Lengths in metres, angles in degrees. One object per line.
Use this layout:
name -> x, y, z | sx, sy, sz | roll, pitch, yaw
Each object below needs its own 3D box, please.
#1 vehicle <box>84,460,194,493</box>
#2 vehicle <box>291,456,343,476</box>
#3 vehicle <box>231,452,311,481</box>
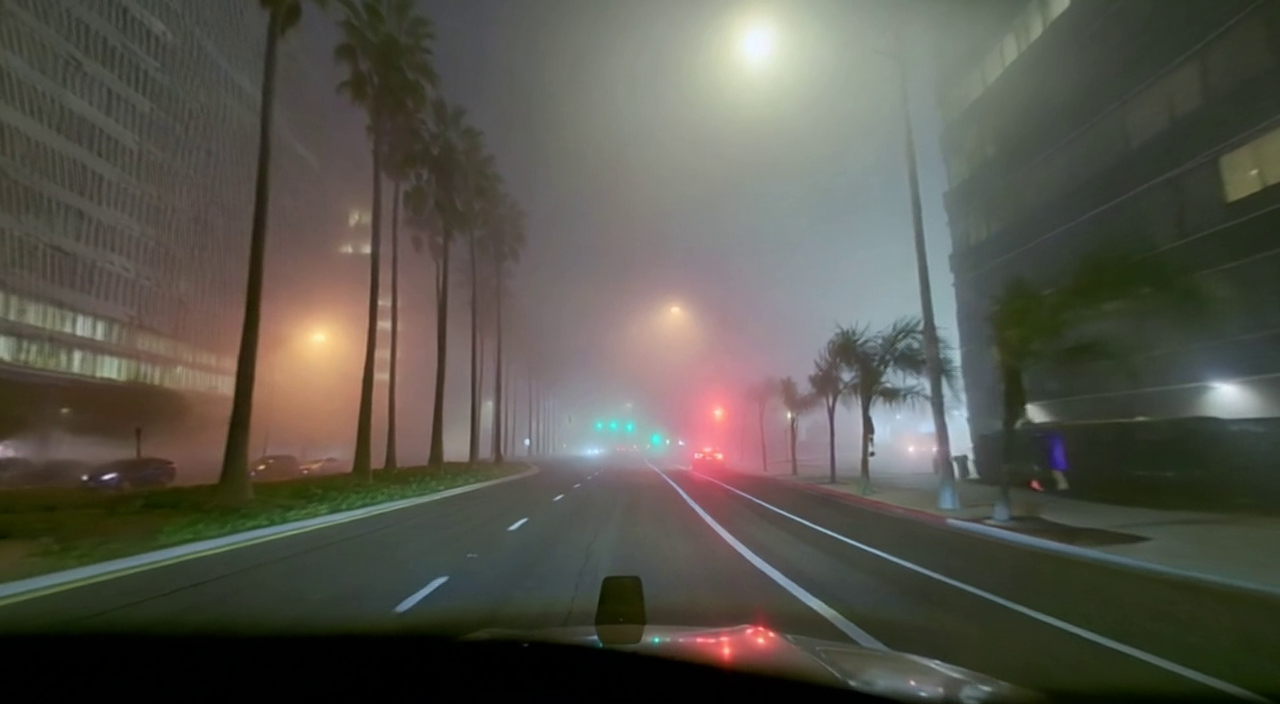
vehicle -> -24.953, 6.187, 31.719 | 2.080, 1.457, 4.424 | 0, -9, -3
vehicle -> -24.774, 8.762, 48.658 | 1.751, 1.424, 4.506 | 0, -9, -2
vehicle -> -25.089, 7.772, 43.295 | 2.062, 1.765, 5.897 | 0, -9, -1
